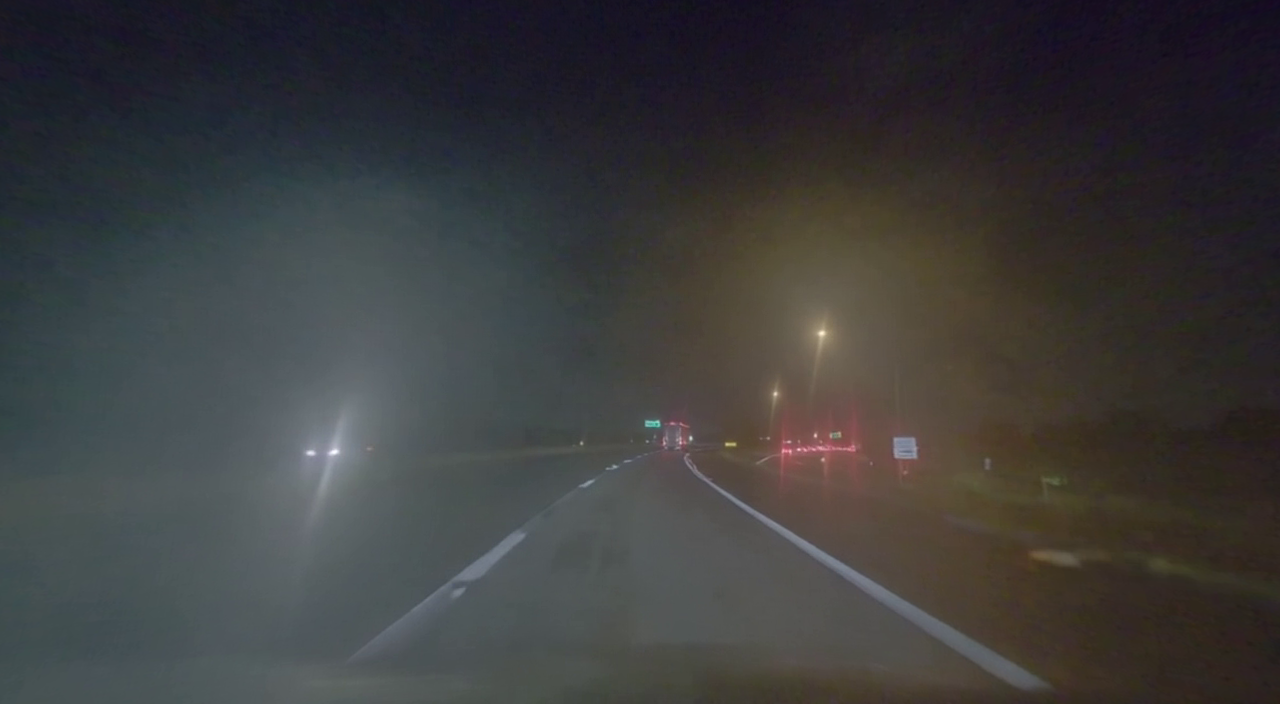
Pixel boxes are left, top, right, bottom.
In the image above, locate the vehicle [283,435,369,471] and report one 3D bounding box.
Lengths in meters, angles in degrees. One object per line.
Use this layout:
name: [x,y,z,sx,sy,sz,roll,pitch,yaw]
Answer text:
vehicle: [-15.891,5.111,32.151,2.000,1.721,4.376,-1,-8,3]
